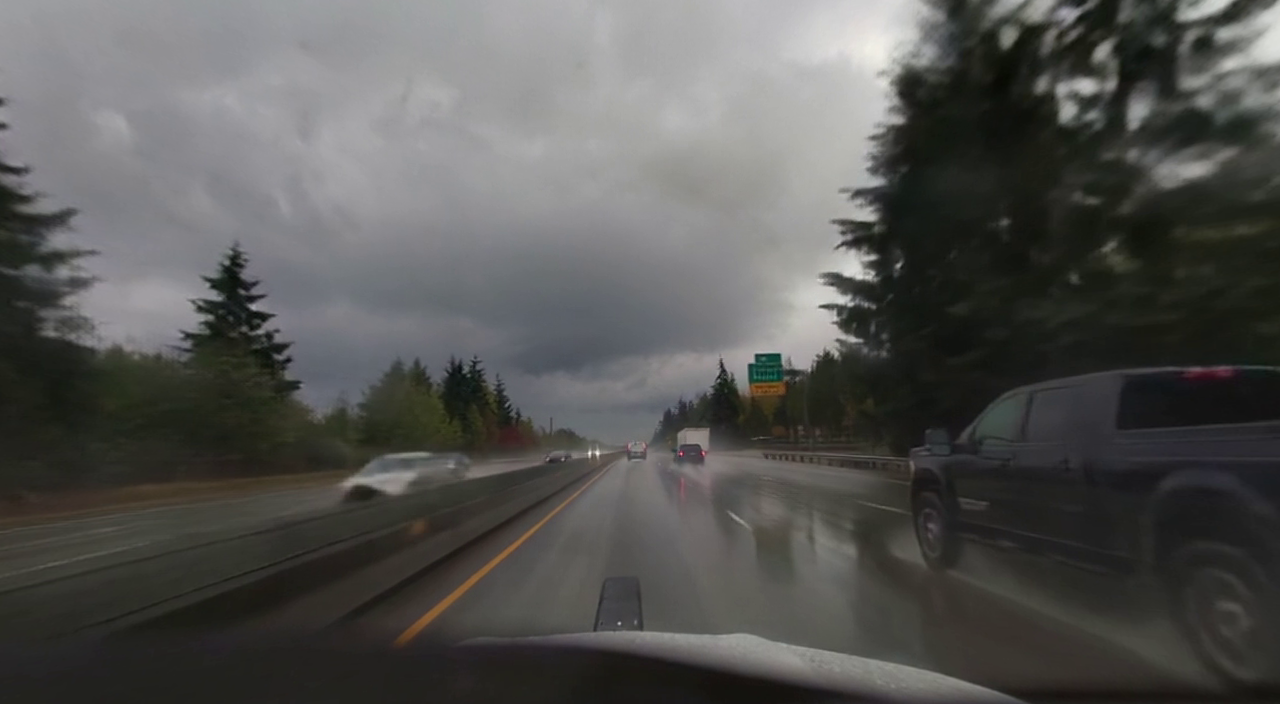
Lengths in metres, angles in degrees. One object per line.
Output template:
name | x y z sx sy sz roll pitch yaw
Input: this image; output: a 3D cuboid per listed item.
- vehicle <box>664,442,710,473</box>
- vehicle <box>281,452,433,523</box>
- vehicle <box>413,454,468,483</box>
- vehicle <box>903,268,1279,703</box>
vehicle | 2.595 6.006 35.893 2.123 1.620 4.959 0 -9 -1
vehicle | -6.807 3.260 15.644 1.998 1.474 3.857 0 -9 -1
vehicle | -11.009 6.421 34.946 1.834 1.459 3.774 0 -9 0
vehicle | 3.723 0.828 3.953 1.981 1.984 4.623 0 -9 -2
